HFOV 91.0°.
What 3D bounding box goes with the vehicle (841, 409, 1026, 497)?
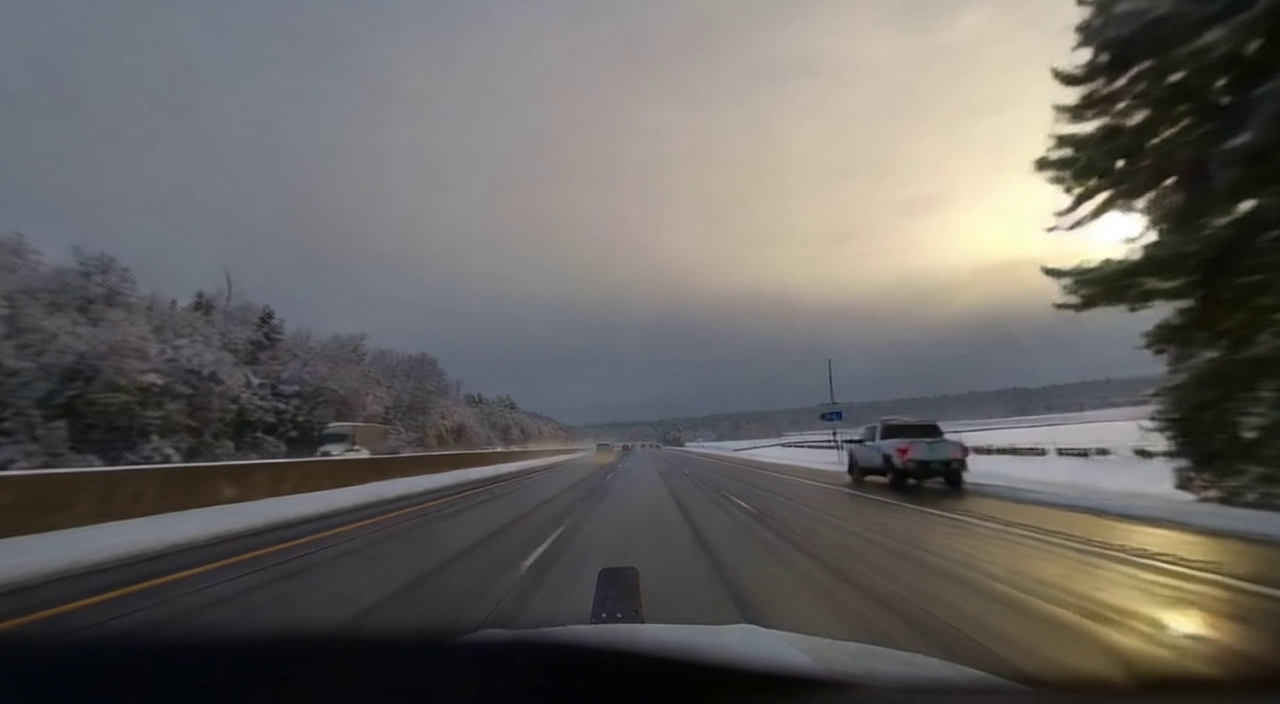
[{"bbox_3d":[8.158,2.919,18.534,2.440,2.132,6.219,0,-9,0],"label":"vehicle"}]
